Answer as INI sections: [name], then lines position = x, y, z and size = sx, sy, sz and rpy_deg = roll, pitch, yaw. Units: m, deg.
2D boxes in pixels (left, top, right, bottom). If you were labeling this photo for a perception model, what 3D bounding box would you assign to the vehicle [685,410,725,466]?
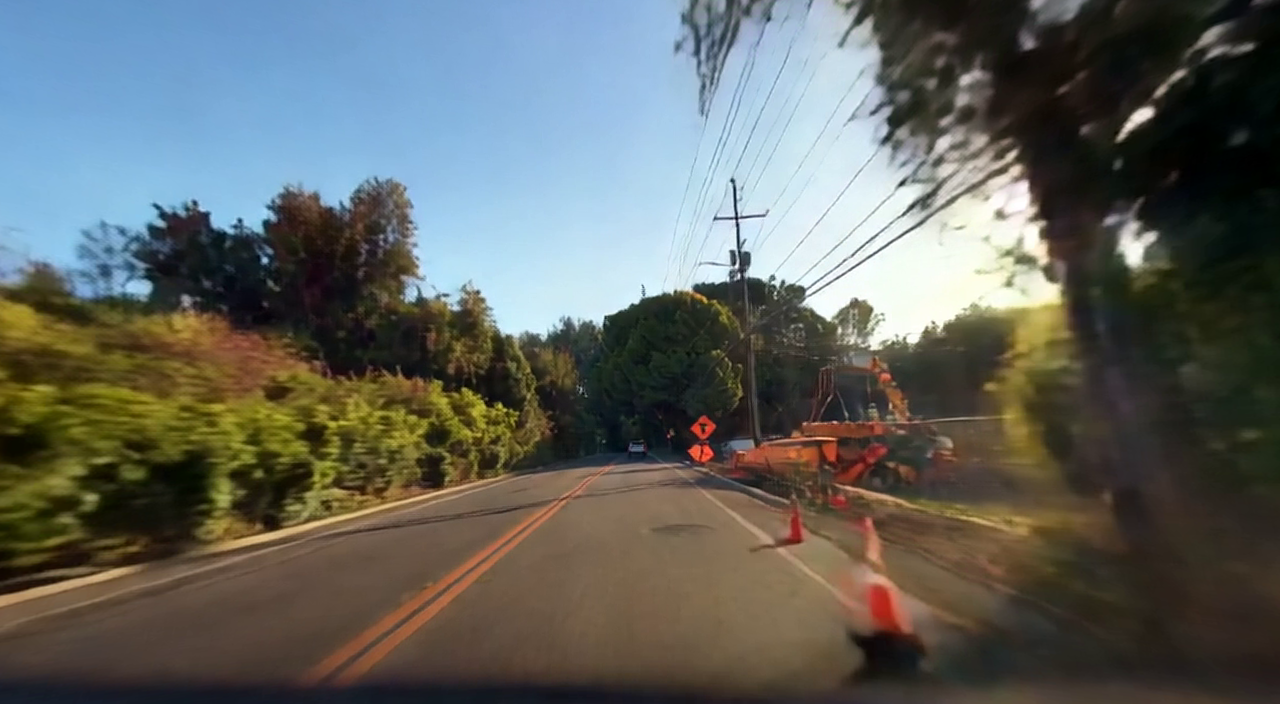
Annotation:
[vehicle]
position = 3.956, 5.290, 39.029
size = 2.374, 3.357, 1.724
rpy_deg = 0, -8, 4
